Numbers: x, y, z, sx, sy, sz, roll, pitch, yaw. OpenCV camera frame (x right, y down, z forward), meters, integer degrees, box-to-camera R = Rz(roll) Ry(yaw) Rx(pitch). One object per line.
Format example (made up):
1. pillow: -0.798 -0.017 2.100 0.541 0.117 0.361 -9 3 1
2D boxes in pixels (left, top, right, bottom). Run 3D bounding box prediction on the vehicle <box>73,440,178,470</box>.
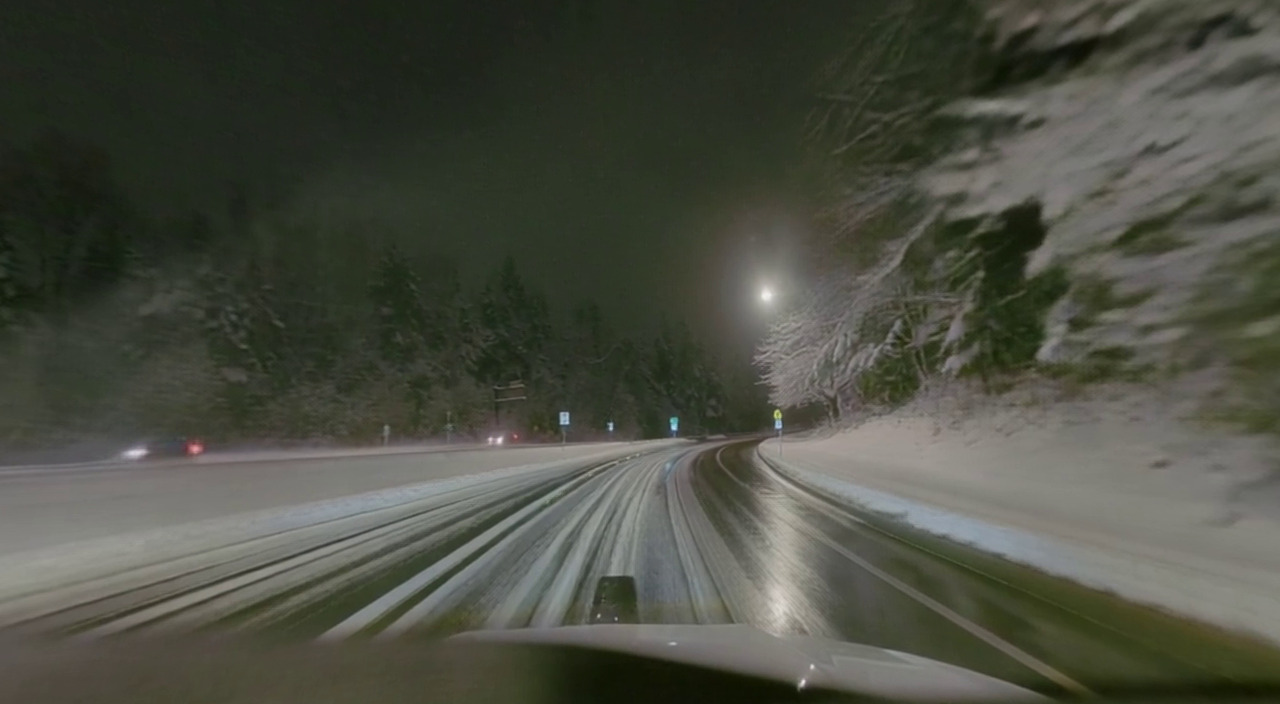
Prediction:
1. vehicle: -35.099 7.006 43.106 1.901 1.844 5.070 -5 -9 30
